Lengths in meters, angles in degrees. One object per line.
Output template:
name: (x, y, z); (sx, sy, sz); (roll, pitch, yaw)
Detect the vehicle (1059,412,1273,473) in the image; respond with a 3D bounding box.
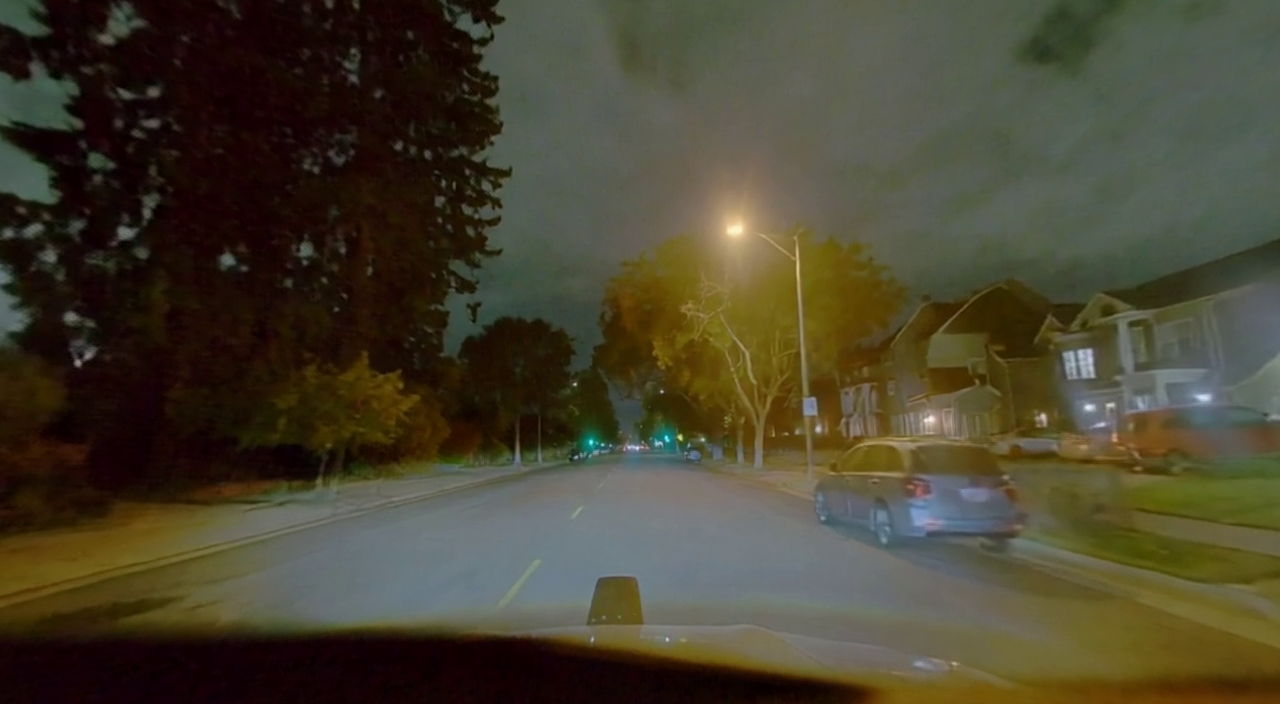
vehicle: (15.380, 2.667, 18.695); (4.505, 1.667, 2.018); (0, -8, -1)

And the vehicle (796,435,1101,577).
vehicle: (3.815, 1.948, 8.904); (2.013, 1.473, 4.329); (0, -8, -1)
